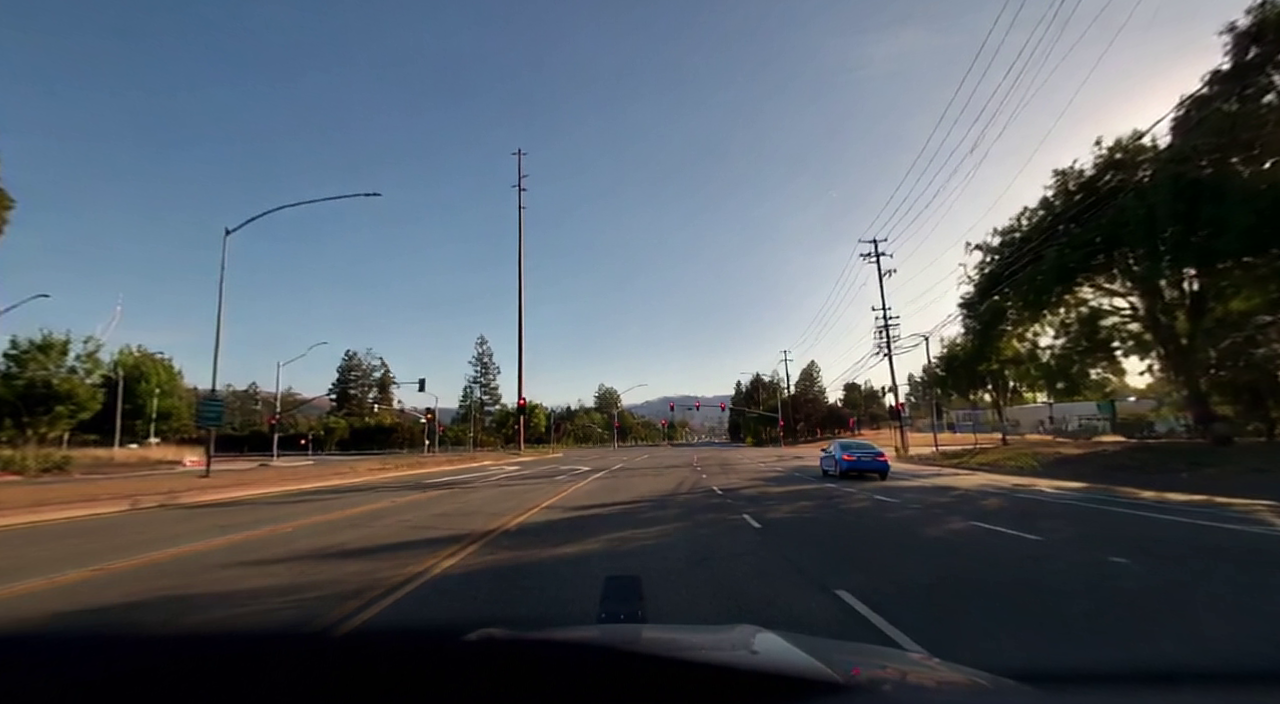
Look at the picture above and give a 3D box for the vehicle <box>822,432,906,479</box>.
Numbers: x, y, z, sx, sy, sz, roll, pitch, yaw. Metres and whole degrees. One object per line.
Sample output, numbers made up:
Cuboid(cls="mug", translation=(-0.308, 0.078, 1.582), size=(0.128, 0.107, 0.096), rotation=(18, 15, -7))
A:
Cuboid(cls="vehicle", translation=(7.988, 3.728, 22.918), size=(1.797, 1.544, 3.685), rotation=(0, -8, 2))
